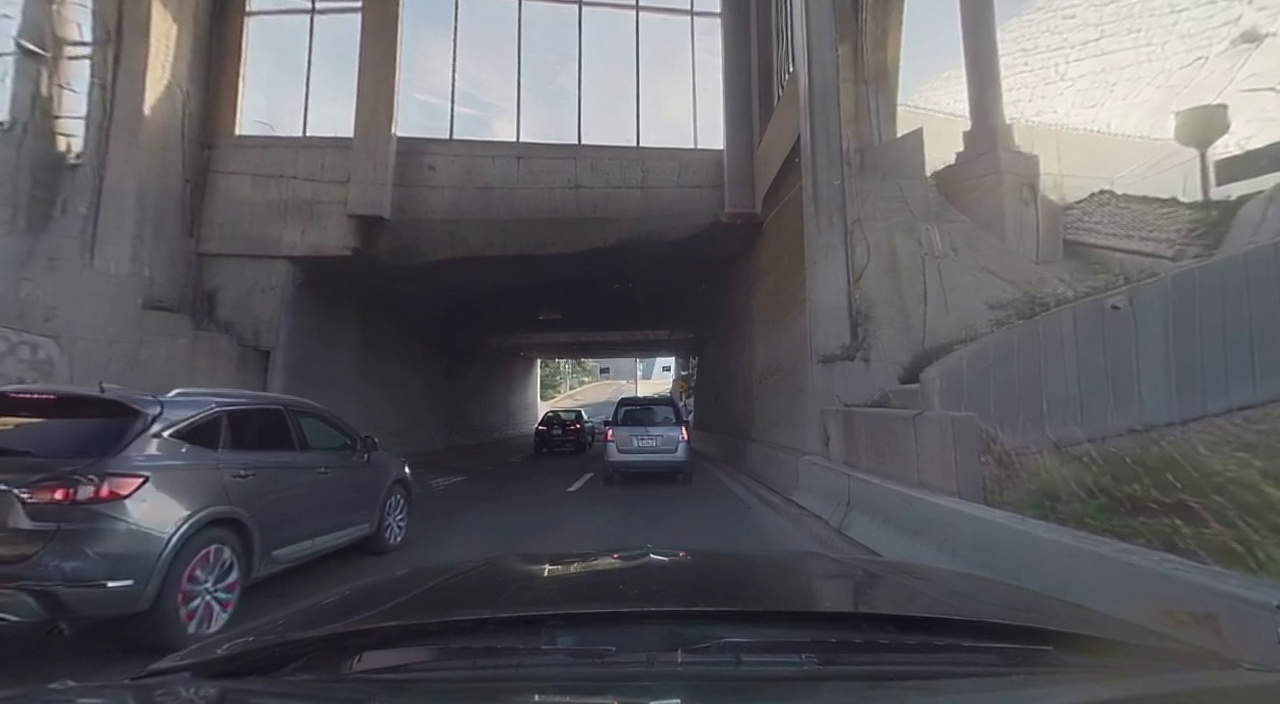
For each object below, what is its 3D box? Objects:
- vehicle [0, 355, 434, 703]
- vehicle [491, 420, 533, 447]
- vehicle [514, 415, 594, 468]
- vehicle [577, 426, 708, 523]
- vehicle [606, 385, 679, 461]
[{"bbox_3d":[-3.581,1.227,5.439,2.017,1.761,4.572,0,-8,1],"label":"vehicle"},{"bbox_3d":[-8.917,5.724,44.138,2.079,1.766,4.079,0,-8,0],"label":"vehicle"},{"bbox_3d":[-3.386,3.751,26.285,2.329,1.948,5.800,-1,-8,2],"label":"vehicle"},{"bbox_3d":[-0.003,2.203,11.863,2.020,1.478,4.092,0,-8,-1],"label":"vehicle"},{"bbox_3d":[0.115,3.579,30.456,2.948,3.096,9.492,0,-8,0],"label":"vehicle"}]
